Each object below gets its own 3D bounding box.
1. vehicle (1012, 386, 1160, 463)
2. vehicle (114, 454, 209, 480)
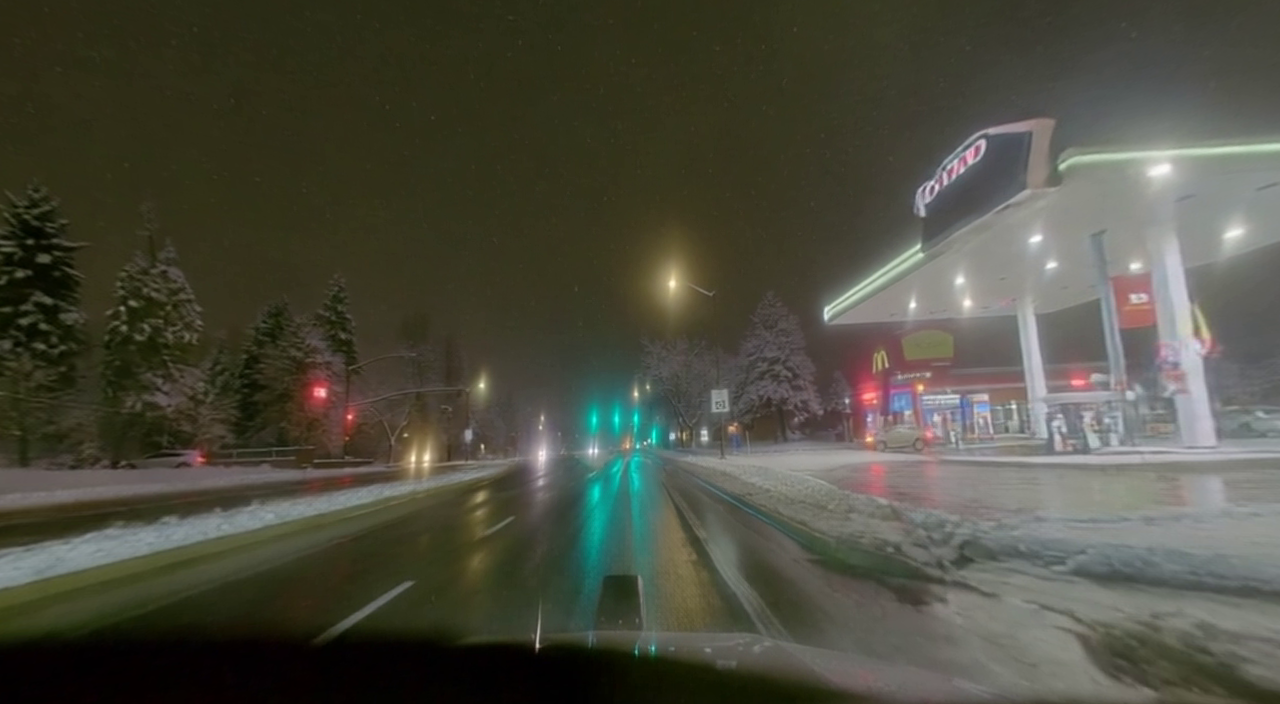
[{"bbox_3d":[15.939,2.662,22.402,5.529,2.395,2.399,6,-10,-35],"label":"vehicle"},{"bbox_3d":[-29.096,6.963,38.366,4.420,1.445,1.954,7,-11,-37],"label":"vehicle"}]
